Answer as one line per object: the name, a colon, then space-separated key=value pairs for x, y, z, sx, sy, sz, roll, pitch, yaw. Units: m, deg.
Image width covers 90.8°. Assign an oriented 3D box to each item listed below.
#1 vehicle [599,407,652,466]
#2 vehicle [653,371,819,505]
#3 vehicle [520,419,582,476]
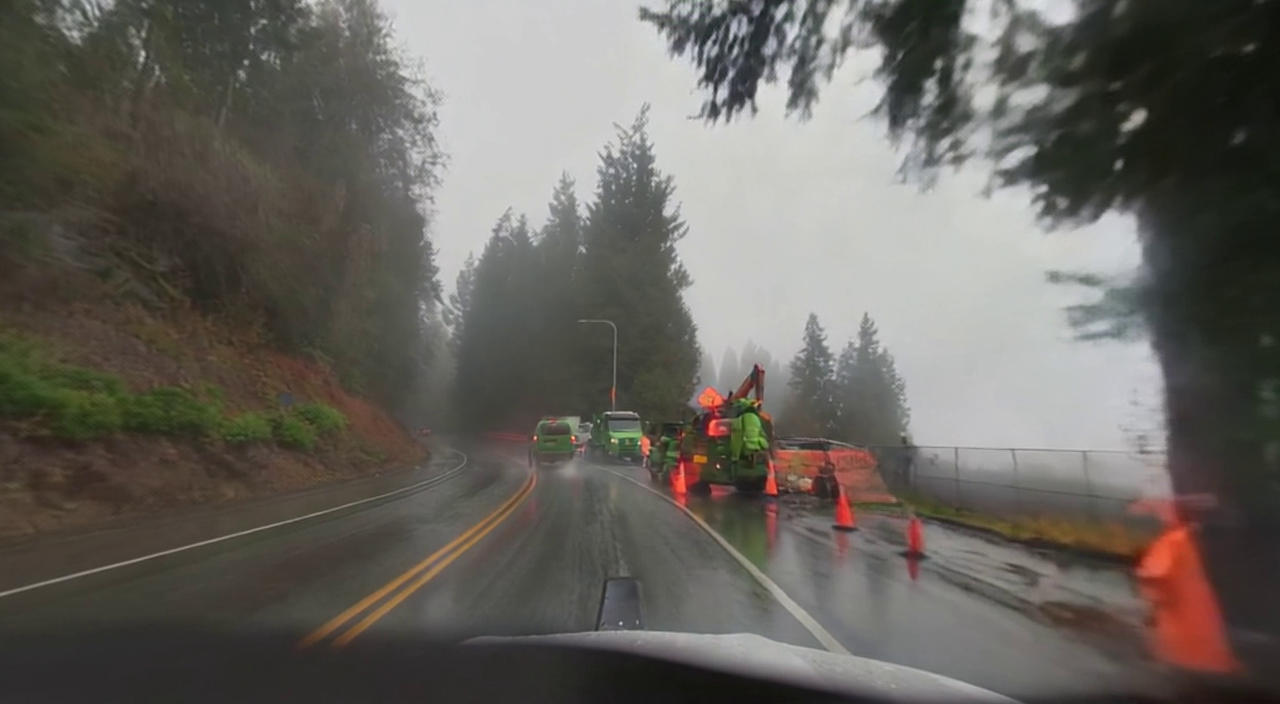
vehicle: x=-0.886 y=4.721 z=35.024 sx=2.703 sy=3.066 sz=4.047 roll=1 pitch=-9 yaw=-5
vehicle: x=2.498 y=2.697 z=20.130 sx=3.126 sy=3.310 sz=8.534 roll=1 pitch=-8 yaw=-6
vehicle: x=-3.996 y=4.176 z=27.720 sx=2.362 sy=2.223 sz=4.892 roll=2 pitch=-9 yaw=-11
